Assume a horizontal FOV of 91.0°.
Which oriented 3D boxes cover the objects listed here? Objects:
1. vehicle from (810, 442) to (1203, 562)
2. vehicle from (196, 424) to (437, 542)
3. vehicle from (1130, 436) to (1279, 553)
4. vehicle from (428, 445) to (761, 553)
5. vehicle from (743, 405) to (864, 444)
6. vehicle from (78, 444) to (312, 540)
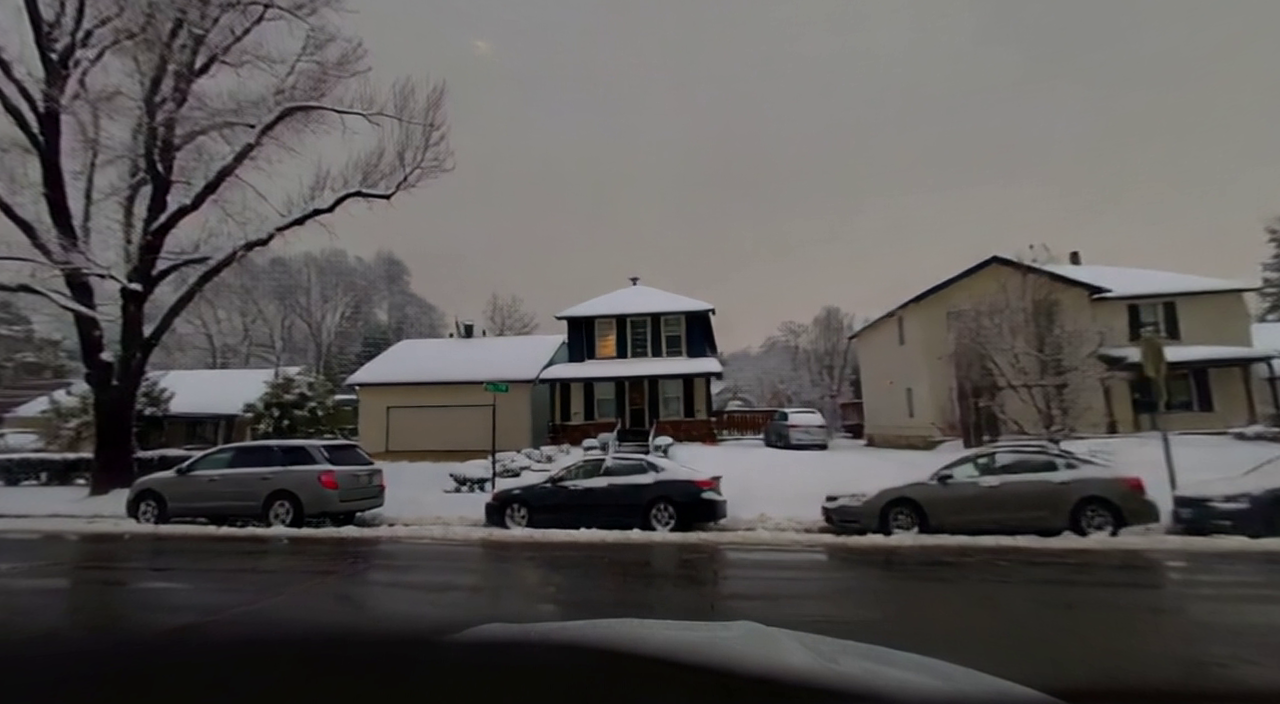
[{"bbox_3d":[5.051,2.110,9.387,4.663,1.452,1.801,0,-8,9],"label":"vehicle"},{"bbox_3d":[-6.299,2.542,13.079,2.046,1.969,4.585,-2,-8,9],"label":"vehicle"},{"bbox_3d":[10.173,1.987,8.923,4.785,1.471,1.798,0,-8,4],"label":"vehicle"},{"bbox_3d":[-0.627,2.311,10.388,5.075,1.436,1.863,0,-8,8],"label":"vehicle"},{"bbox_3d":[6.579,2.972,25.795,4.565,1.479,1.775,0,-8,7],"label":"vehicle"},{"bbox_3d":[-9.120,2.823,13.429,1.827,1.648,4.030,-1,-8,4],"label":"vehicle"}]
